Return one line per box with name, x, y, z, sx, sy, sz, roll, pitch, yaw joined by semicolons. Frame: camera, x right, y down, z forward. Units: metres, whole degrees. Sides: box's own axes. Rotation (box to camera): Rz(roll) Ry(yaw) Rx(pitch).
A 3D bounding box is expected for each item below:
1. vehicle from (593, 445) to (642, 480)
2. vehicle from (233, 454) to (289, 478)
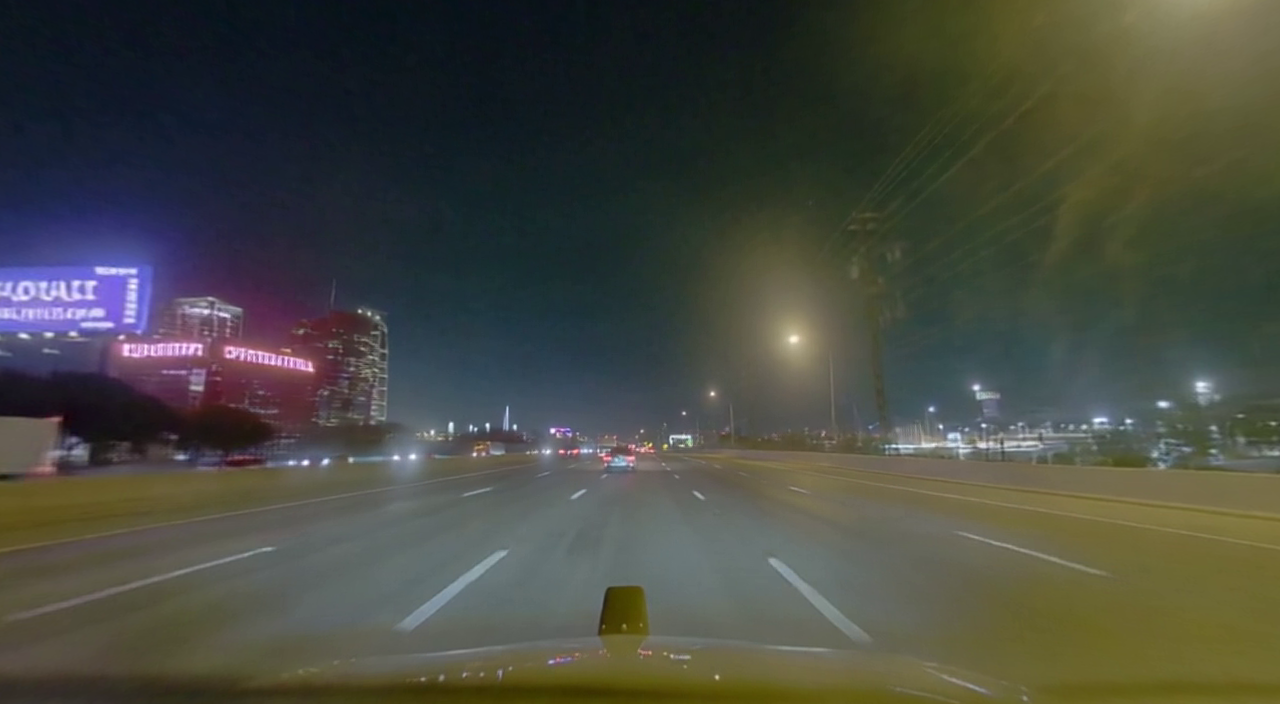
vehicle;-0.922;4.925;28.411;1.891;1.444;3.968;0;-8;2
vehicle;-23.549;7.079;39.291;1.465;1.347;3.309;0;-8;0
